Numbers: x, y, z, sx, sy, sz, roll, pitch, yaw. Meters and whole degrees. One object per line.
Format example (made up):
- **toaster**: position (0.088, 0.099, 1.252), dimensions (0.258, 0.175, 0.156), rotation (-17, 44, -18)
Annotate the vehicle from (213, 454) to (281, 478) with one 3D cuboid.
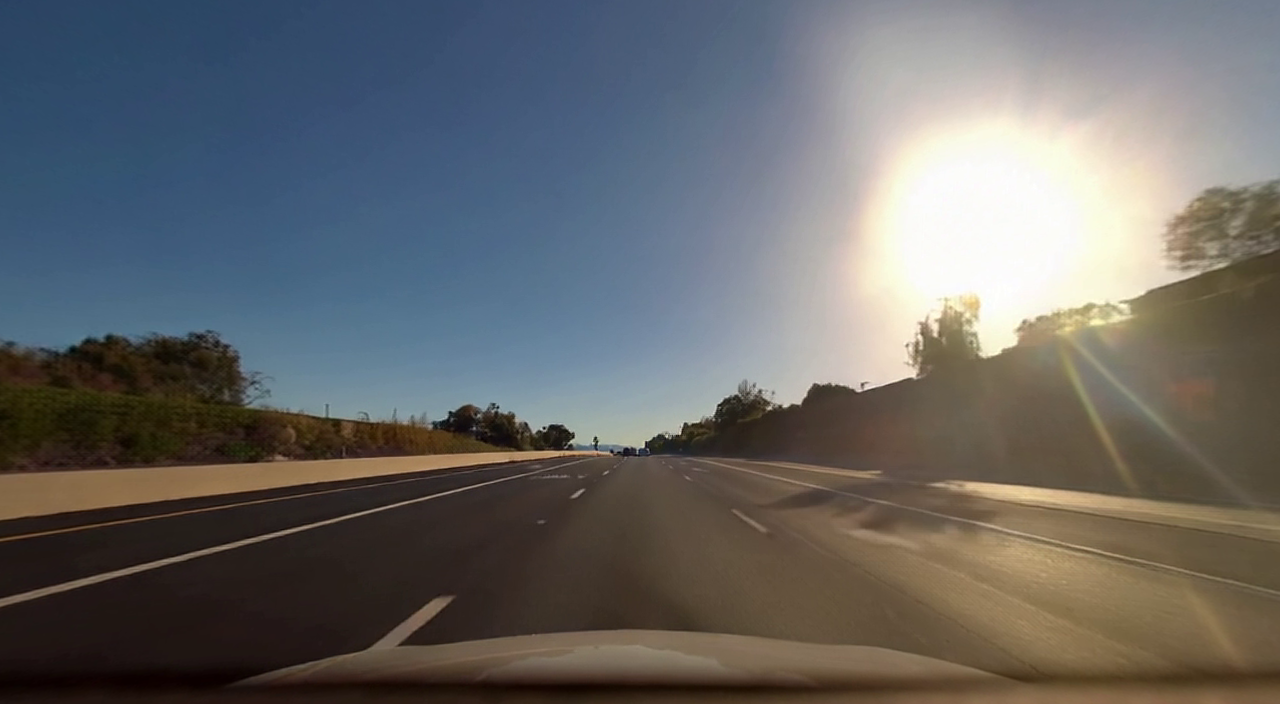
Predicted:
- **vehicle**: position (-28.103, 8.162, 45.243), dimensions (1.894, 1.521, 4.466), rotation (0, -9, 1)
